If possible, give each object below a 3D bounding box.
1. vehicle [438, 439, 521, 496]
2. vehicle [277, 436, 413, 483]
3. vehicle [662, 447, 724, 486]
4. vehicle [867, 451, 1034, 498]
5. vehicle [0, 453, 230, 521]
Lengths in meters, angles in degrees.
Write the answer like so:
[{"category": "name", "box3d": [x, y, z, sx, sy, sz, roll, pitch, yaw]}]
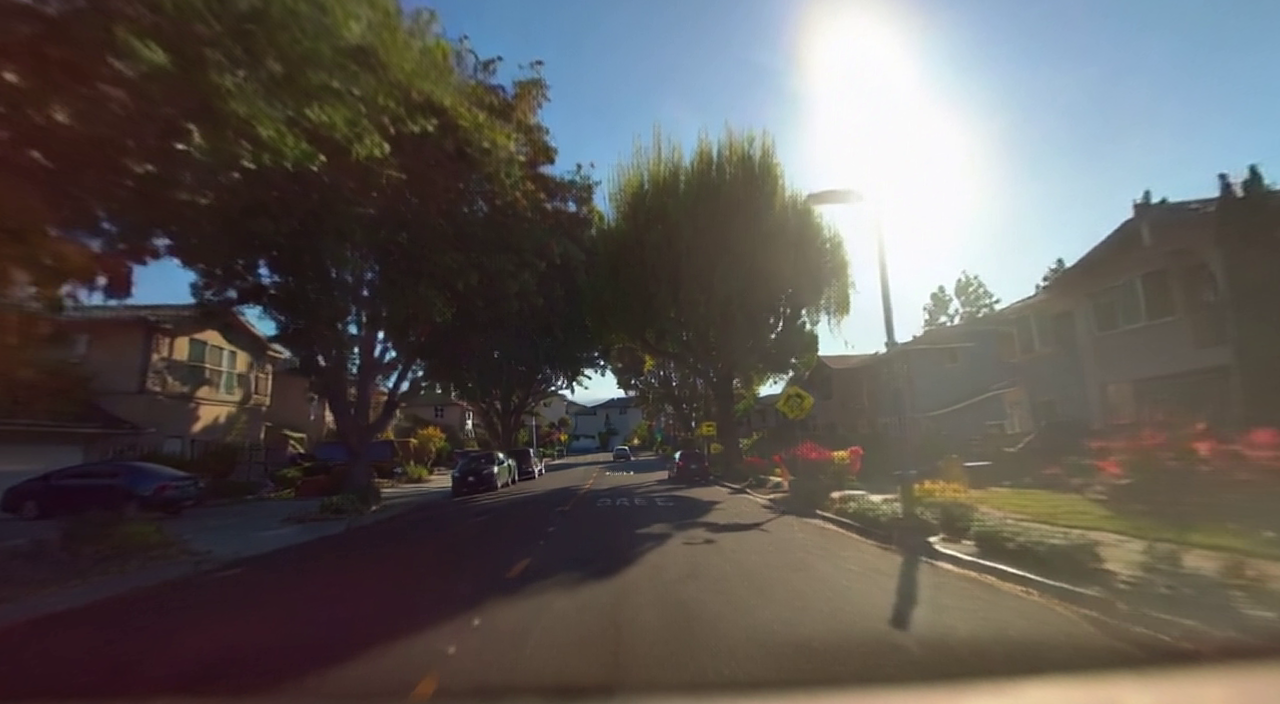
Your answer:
[{"category": "vehicle", "box3d": [-6.319, 4.561, 25.515, 2.155, 1.907, 5.100, -2, -7, -1]}, {"category": "vehicle", "box3d": [-13.672, 5.006, 29.544, 5.234, 2.076, 2.197, 0, -9, 0]}, {"category": "vehicle", "box3d": [2.162, 4.832, 27.031, 2.047, 1.532, 4.350, 0, -9, -4]}, {"category": "vehicle", "box3d": [10.361, 4.105, 21.341, 4.628, 1.403, 1.926, 0, -9, -4]}, {"category": "vehicle", "box3d": [-12.613, 3.228, 15.336, 3.989, 1.485, 1.814, 0, -9, -3]}]
